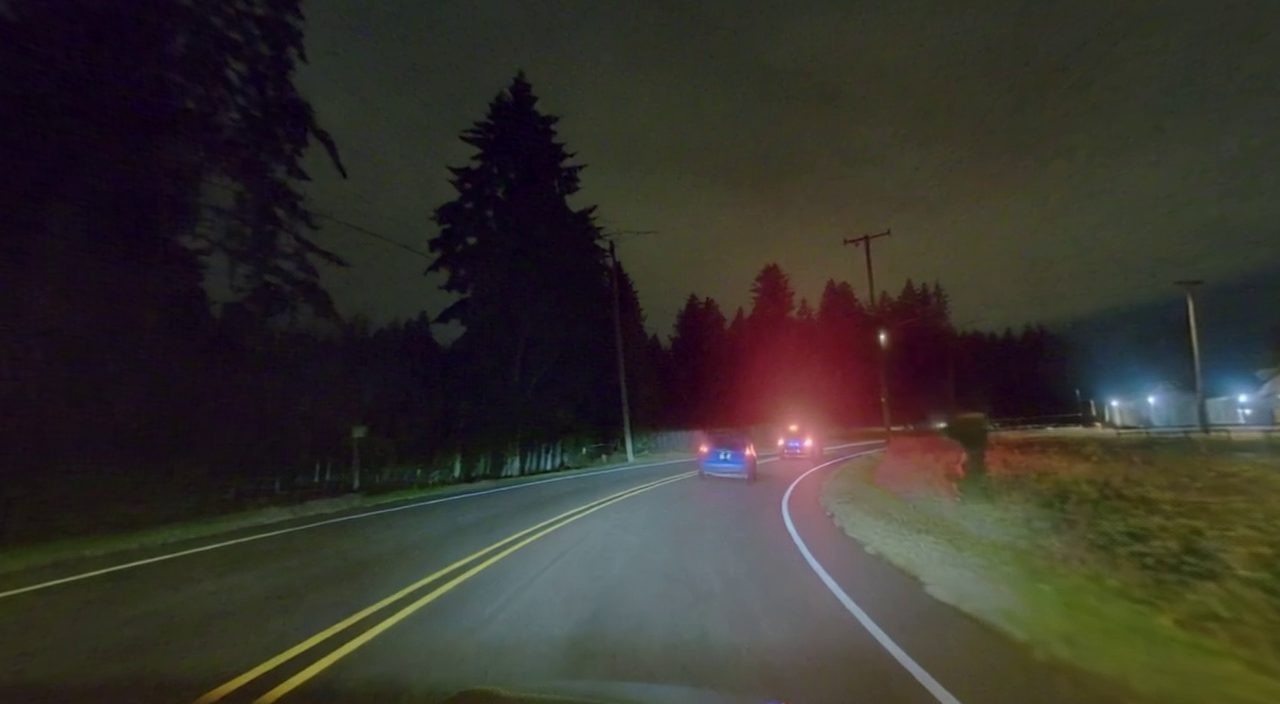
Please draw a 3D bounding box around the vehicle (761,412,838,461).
[{"bbox_3d":[8.038,4.221,31.259,2.376,2.145,5.953,-4,-9,27],"label":"vehicle"}]

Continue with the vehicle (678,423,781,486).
[{"bbox_3d":[2.707,2.921,18.257,2.157,1.565,4.243,-3,-9,19],"label":"vehicle"}]
